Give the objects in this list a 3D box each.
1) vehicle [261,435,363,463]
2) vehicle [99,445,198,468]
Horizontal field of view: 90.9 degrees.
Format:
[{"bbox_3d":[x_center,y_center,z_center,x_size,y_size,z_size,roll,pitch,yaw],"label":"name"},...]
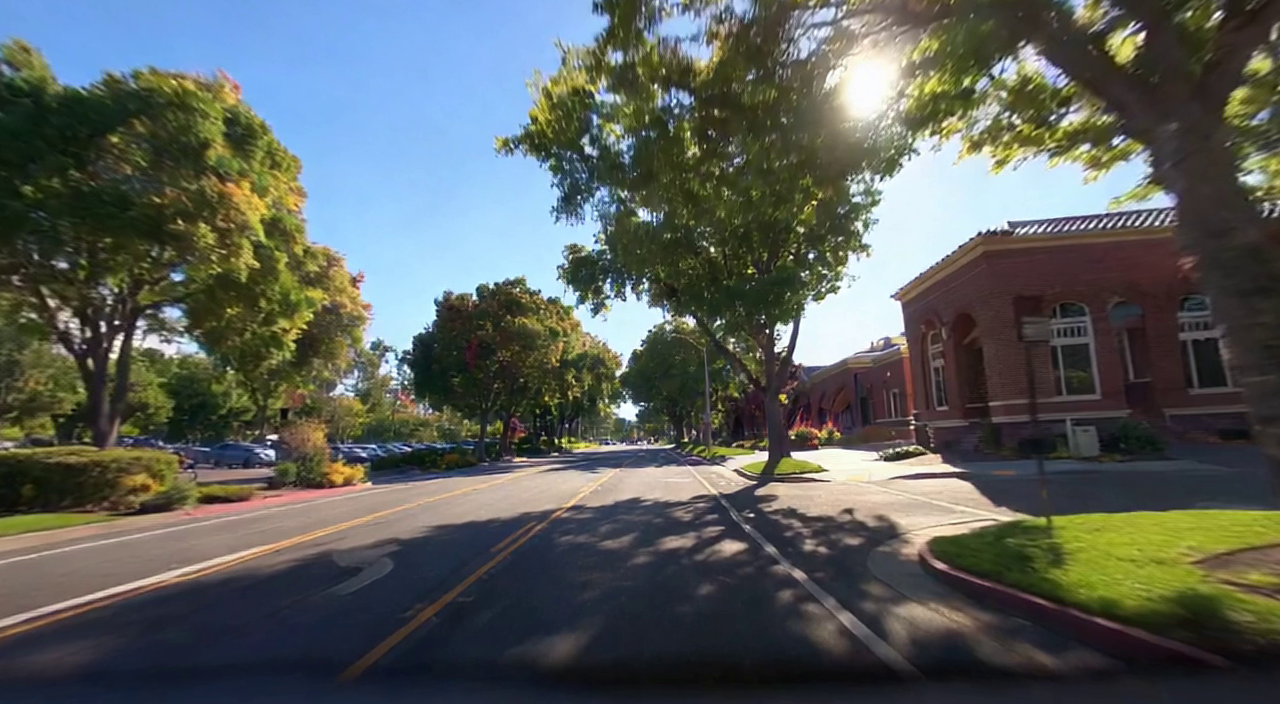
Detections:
[{"bbox_3d":[-18.937,5.609,36.535,4.699,1.558,2.113,-1,-9,4],"label":"vehicle"},{"bbox_3d":[-32.716,6.979,42.073,4.704,1.448,2.199,0,-8,-2],"label":"vehicle"}]
